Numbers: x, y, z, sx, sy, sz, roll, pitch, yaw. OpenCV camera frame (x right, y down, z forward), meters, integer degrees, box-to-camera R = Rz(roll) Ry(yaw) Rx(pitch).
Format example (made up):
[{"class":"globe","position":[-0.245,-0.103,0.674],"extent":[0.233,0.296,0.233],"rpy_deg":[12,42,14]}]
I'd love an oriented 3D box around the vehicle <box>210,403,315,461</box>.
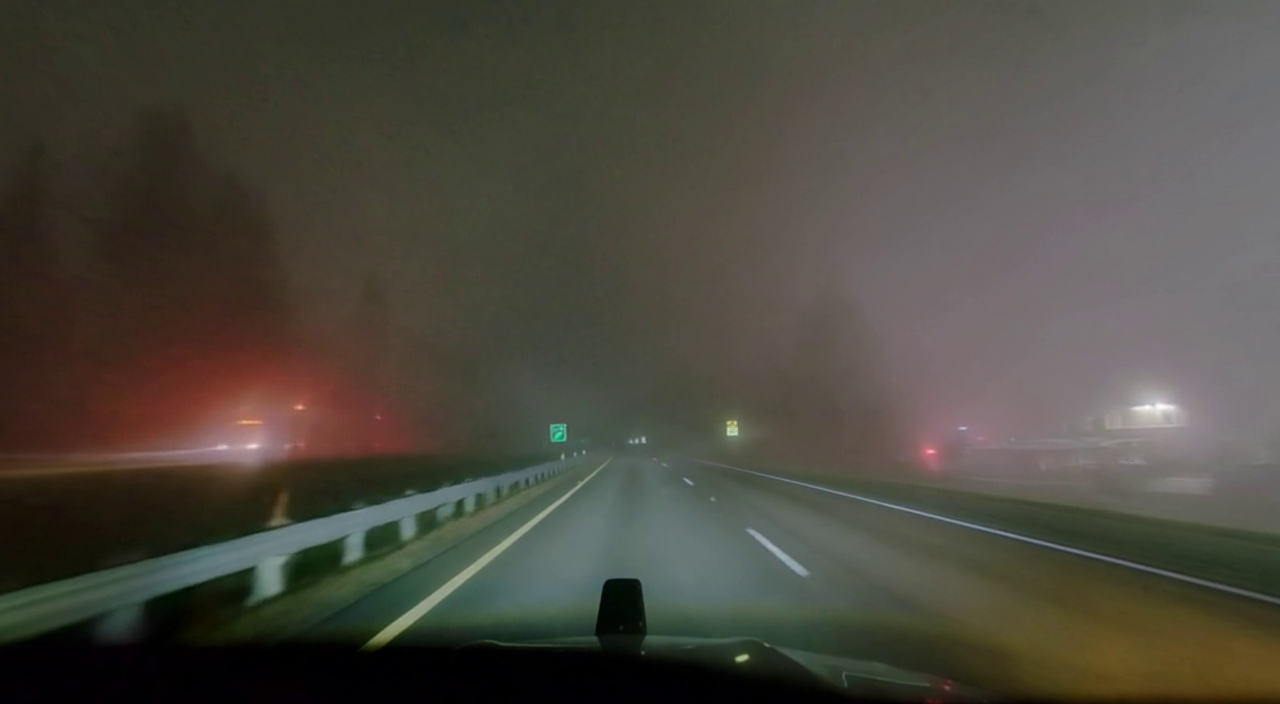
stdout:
[{"class":"vehicle","position":[-28.620,6.191,48.414],"extent":[3.009,4.008,8.149],"rpy_deg":[0,-8,-1]}]
